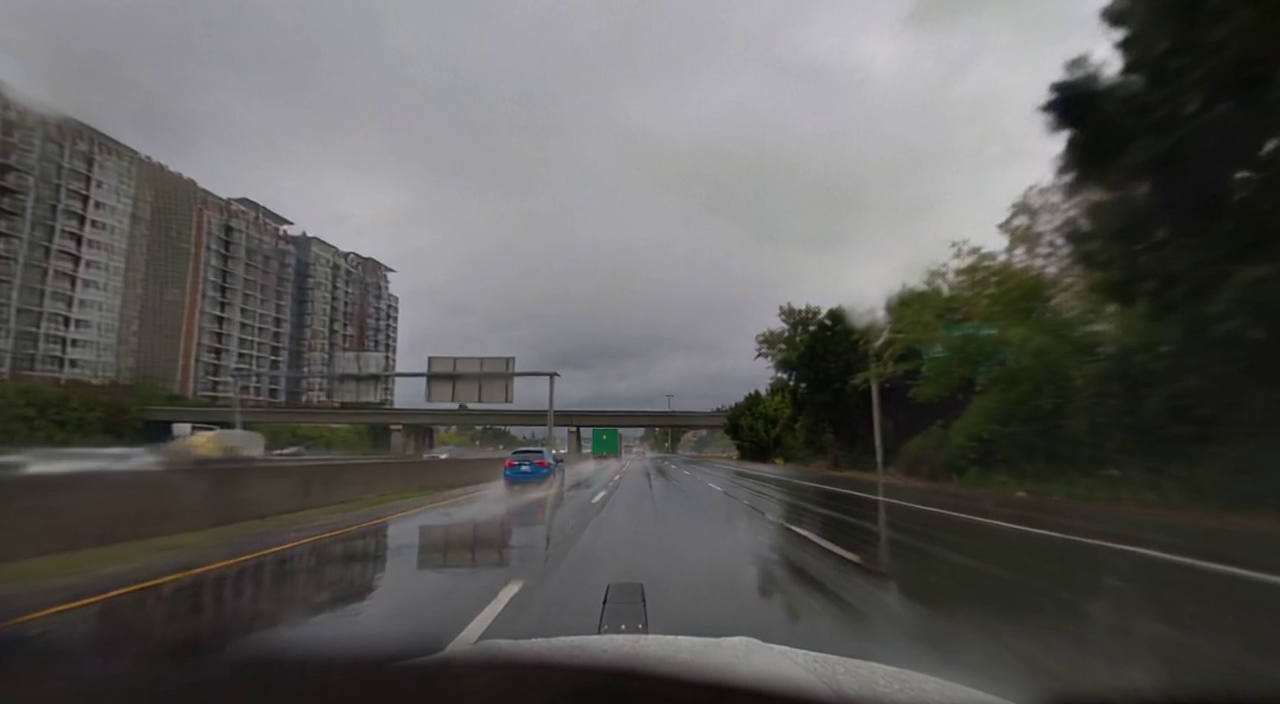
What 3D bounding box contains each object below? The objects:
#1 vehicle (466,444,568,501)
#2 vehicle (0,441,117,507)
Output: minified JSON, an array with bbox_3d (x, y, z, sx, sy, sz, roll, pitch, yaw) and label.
[{"bbox_3d":[-3.476,3.510,18.737,2.039,1.478,4.483,0,-9,1],"label":"vehicle"},{"bbox_3d":[-15.824,2.998,15.670,1.865,1.531,4.278,0,-9,1],"label":"vehicle"}]
